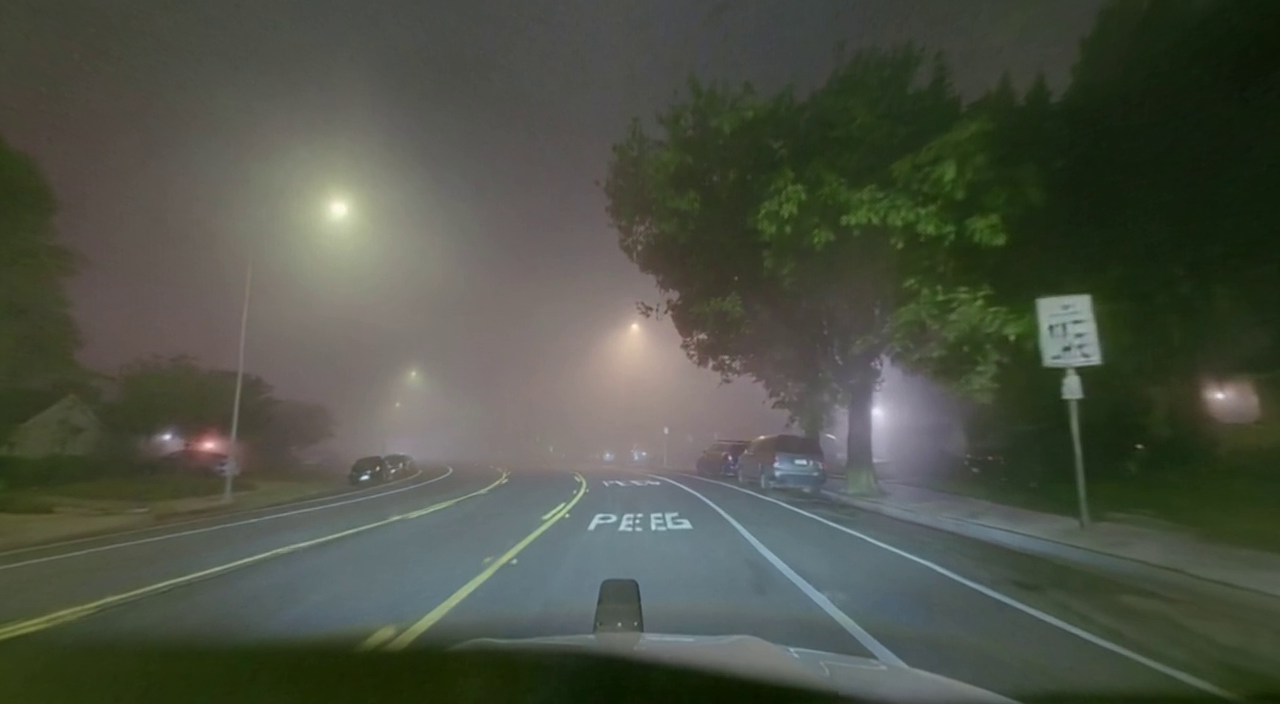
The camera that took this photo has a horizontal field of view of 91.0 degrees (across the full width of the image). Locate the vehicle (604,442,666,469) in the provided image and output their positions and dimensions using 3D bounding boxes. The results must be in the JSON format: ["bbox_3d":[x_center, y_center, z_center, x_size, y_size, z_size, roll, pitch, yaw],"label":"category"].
[{"bbox_3d":[-0.511,7.536,45.942,2.723,1.785,7.174,3,-10,-16],"label":"vehicle"}]

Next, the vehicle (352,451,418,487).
[{"bbox_3d":[-13.397,6.117,33.332,2.292,1.499,4.661,-4,-8,-11],"label":"vehicle"}]

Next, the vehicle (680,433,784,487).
[{"bbox_3d":[3.746,4.622,27.381,2.402,1.889,6.910,5,-9,-9],"label":"vehicle"}]

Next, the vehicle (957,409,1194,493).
[{"bbox_3d":[11.684,2.675,17.124,4.882,1.766,2.040,-4,-9,-4],"label":"vehicle"}]

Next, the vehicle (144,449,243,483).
[{"bbox_3d":[-20.997,5.363,29.862,1.942,1.464,4.537,2,-9,-9],"label":"vehicle"}]

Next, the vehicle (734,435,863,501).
[{"bbox_3d":[4.801,3.631,20.344,1.954,1.732,6.409,2,-8,-5],"label":"vehicle"}]
